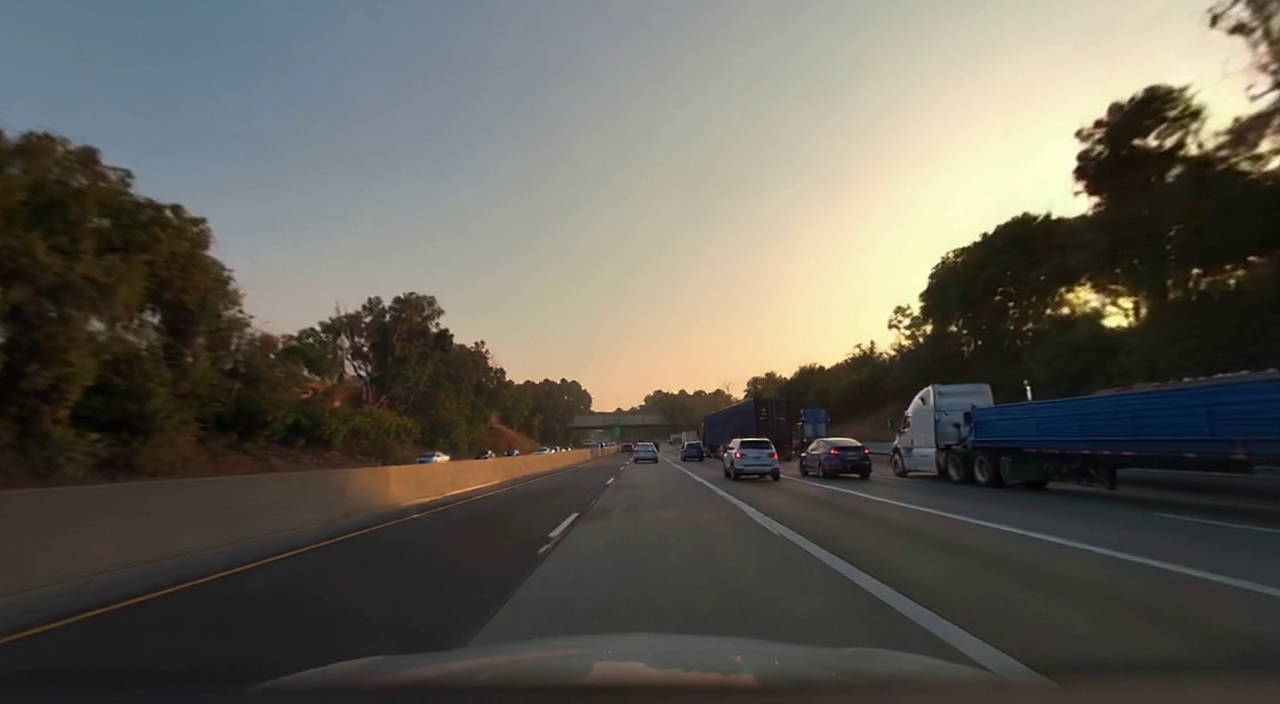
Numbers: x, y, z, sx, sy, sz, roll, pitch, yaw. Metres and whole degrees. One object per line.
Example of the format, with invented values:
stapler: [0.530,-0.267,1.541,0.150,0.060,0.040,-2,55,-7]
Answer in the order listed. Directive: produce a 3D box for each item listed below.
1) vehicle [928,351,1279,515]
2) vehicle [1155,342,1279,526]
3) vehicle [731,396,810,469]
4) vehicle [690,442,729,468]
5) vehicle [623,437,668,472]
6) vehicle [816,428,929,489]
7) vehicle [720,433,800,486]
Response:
vehicle: [11.658,2.292,17.301,2.786,3.226,9.750,0,-8,0]
vehicle: [11.648,1.066,8.424,2.693,2.922,7.759,0,-8,-1]
vehicle: [7.874,5.114,39.342,2.784,4.002,9.298,0,-8,-1]
vehicle: [4.175,6.289,38.481,1.888,1.501,4.608,0,-8,0]
vehicle: [0.266,5.538,34.096,2.313,1.736,4.215,0,-8,0]
vehicle: [7.661,3.555,21.289,1.985,1.835,4.681,0,-8,-1]
vehicle: [4.110,3.762,22.261,1.972,1.693,4.139,0,-8,0]
